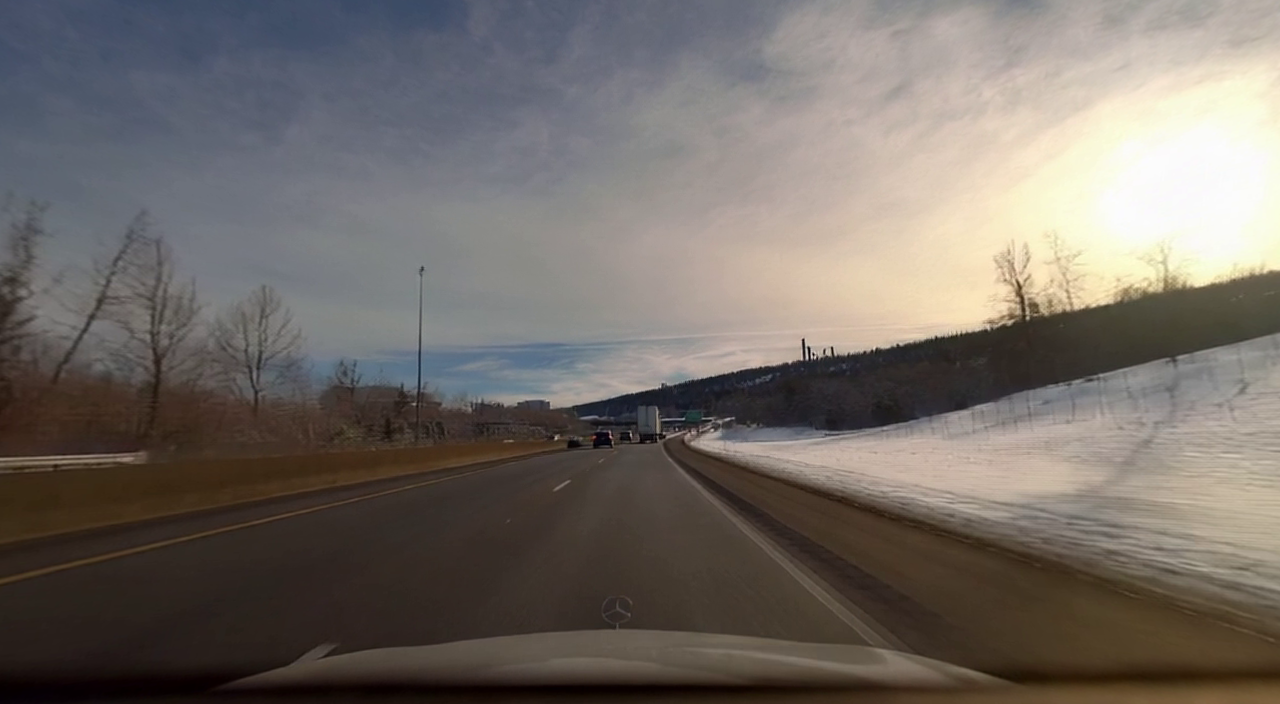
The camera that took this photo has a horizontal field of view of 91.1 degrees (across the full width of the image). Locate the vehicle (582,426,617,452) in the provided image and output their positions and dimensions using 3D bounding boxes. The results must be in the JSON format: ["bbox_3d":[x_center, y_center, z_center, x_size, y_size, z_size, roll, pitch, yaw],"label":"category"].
[{"bbox_3d":[-2.749,5.983,43.187,2.018,1.678,4.312,0,-8,1],"label":"vehicle"}]
